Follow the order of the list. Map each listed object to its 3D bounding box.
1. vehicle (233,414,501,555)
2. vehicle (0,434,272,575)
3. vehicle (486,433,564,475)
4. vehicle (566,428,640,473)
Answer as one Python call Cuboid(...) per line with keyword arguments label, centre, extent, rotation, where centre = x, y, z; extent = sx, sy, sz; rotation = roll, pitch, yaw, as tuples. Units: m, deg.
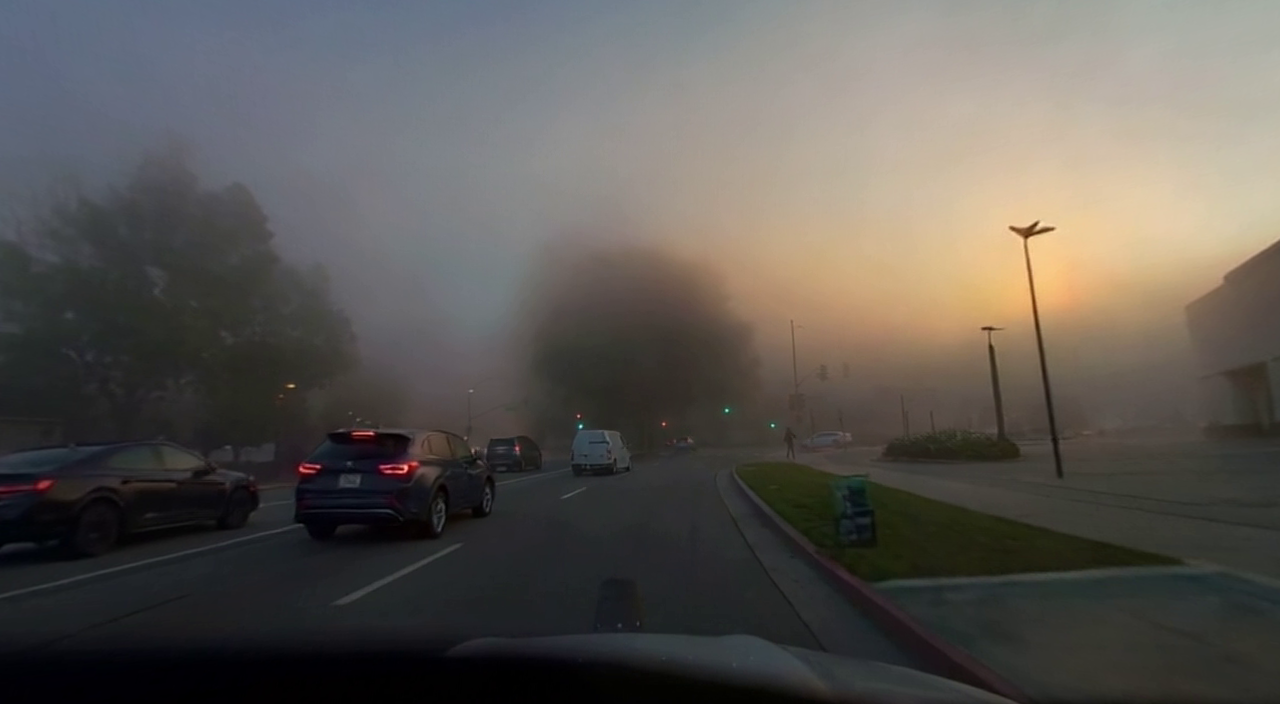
Cuboid(label="vehicle", centre=(-3.747, 1.889, 9.679), extent=(2.002, 1.664, 4.113), rotation=(-1, -8, 4))
Cuboid(label="vehicle", centre=(-7.622, 2.023, 9.197), extent=(1.974, 1.558, 3.949), rotation=(-1, -8, 3))
Cuboid(label="vehicle", centre=(-5.296, 4.785, 29.870), extent=(2.160, 1.779, 4.549), rotation=(-2, -8, 10))
Cuboid(label="vehicle", centre=(-1.535, 4.392, 28.255), extent=(2.167, 1.832, 4.679), rotation=(-2, -9, 11))
